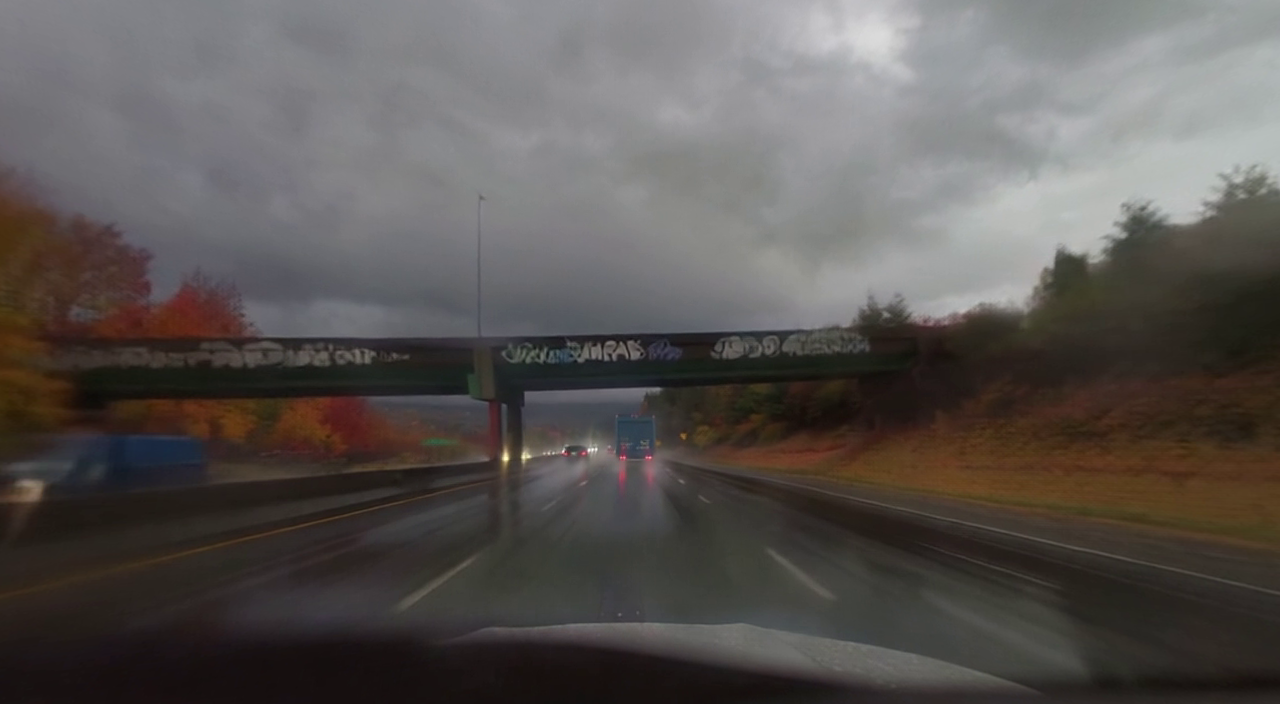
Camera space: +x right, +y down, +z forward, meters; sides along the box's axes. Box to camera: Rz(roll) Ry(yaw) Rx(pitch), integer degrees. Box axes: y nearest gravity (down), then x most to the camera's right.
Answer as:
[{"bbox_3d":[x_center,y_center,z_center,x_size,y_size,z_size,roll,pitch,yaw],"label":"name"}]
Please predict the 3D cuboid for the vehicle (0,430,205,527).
[{"bbox_3d":[-17.592,3.793,19.581,2.564,2.452,7.489,0,-9,0],"label":"vehicle"}]

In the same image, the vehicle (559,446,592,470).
[{"bbox_3d":[-4.359,7.210,42.683,1.892,1.529,3.996,0,-9,-1],"label":"vehicle"}]
